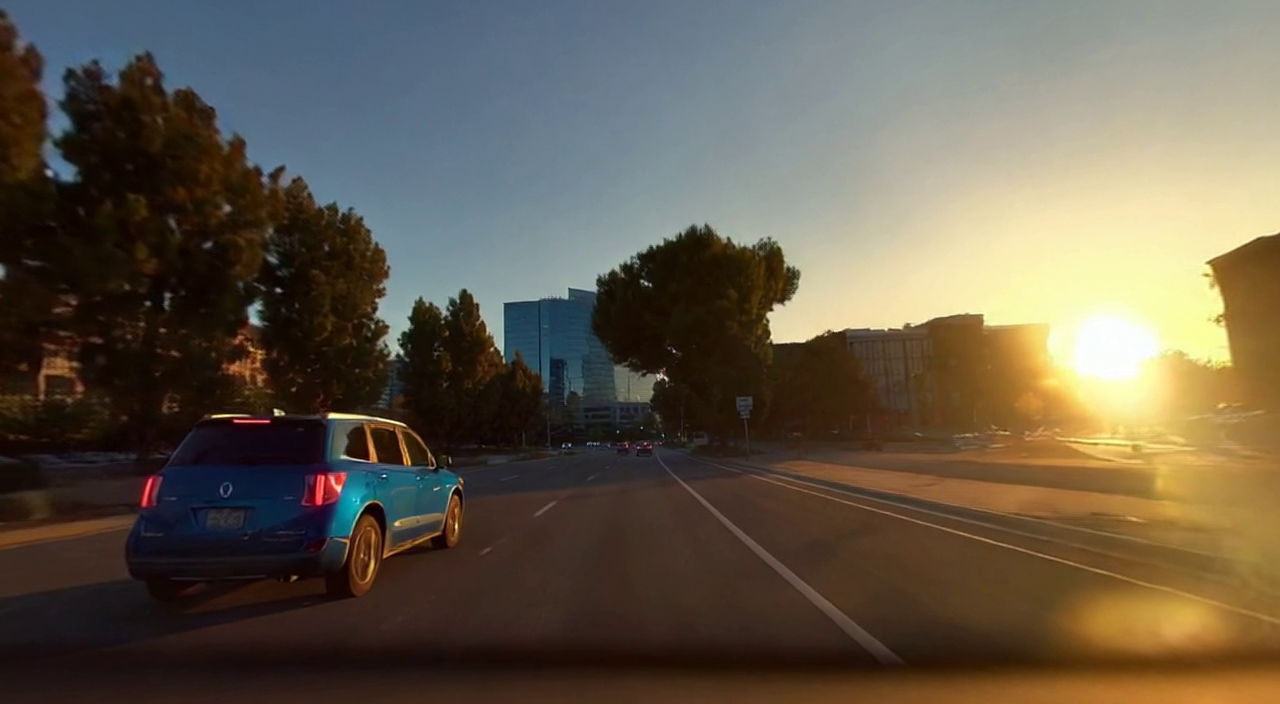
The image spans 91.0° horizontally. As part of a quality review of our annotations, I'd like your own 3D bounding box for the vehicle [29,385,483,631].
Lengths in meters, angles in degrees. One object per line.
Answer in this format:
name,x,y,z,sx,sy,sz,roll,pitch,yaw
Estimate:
vehicle,-3.283,1.438,6.770,2.033,1.713,4.503,0,-9,0
